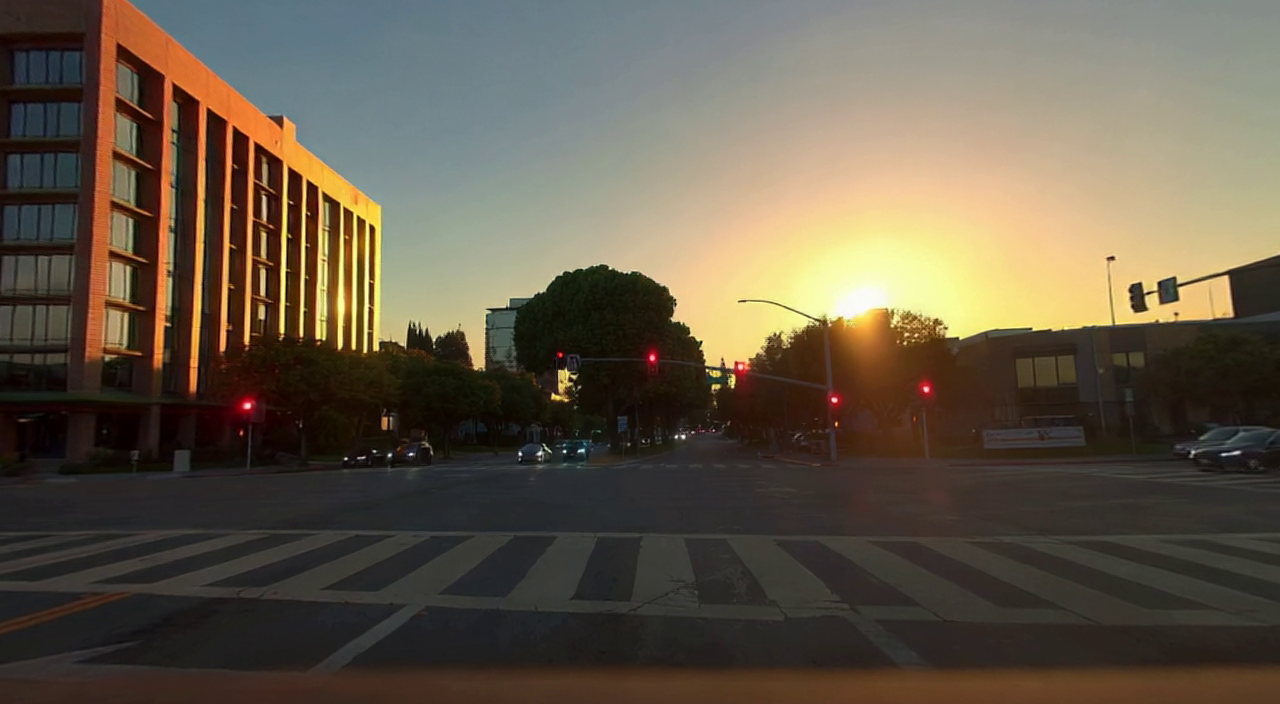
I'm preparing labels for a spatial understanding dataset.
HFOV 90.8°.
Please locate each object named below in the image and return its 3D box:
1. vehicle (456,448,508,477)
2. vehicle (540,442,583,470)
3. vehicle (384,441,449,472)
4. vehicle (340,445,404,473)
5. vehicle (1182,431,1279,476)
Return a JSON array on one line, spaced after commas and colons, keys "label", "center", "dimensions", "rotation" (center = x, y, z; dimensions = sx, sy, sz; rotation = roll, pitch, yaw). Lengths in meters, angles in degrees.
[{"label": "vehicle", "center": [-7.697, 5.391, 31.185], "dimensions": [1.910, 1.288, 4.093], "rotation": [1, -9, -6]}, {"label": "vehicle", "center": [-4.282, 5.784, 35.311], "dimensions": [2.109, 1.461, 4.637], "rotation": [0, -9, -4]}, {"label": "vehicle", "center": [-15.145, 7.123, 43.248], "dimensions": [2.340, 1.946, 5.450], "rotation": [-1, -9, 1]}, {"label": "vehicle", "center": [-18.559, 7.412, 44.081], "dimensions": [2.237, 1.842, 5.116], "rotation": [0, -9, 0]}, {"label": "vehicle", "center": [22.311, 3.565, 22.365], "dimensions": [4.474, 1.477, 1.908], "rotation": [0, -9, -3]}]
